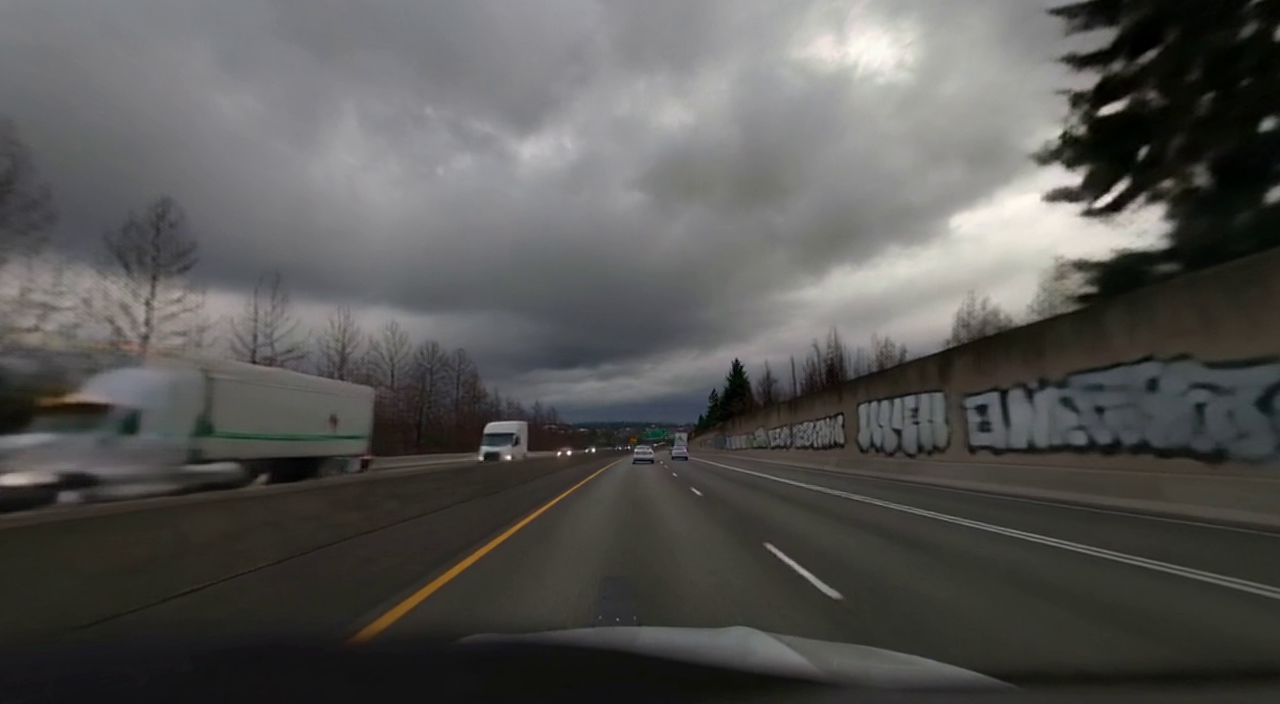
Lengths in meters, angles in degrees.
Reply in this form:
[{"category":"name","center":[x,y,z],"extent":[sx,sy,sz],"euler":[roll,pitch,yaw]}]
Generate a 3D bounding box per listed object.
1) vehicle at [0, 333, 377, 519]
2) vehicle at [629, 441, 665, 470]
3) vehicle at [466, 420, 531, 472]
[{"category":"vehicle","center":[-13.499,2.686,20.920],"extent":[3.286,4.083,14.078],"euler":[-1,-9,0]},{"category":"vehicle","center":[0.388,6.301,38.318],"extent":[2.095,1.671,4.219],"euler":[0,-9,-1]},{"category":"vehicle","center":[-9.001,6.095,40.605],"extent":[2.686,3.050,6.421],"euler":[-1,-9,1]}]
